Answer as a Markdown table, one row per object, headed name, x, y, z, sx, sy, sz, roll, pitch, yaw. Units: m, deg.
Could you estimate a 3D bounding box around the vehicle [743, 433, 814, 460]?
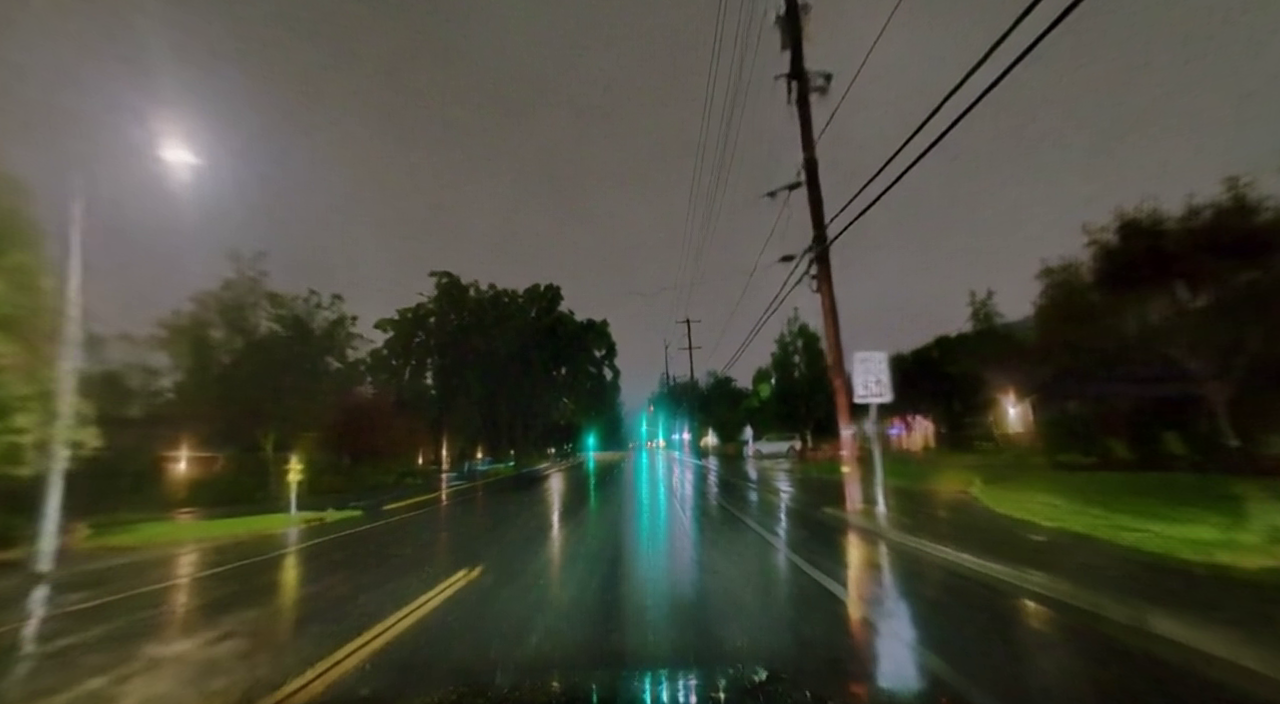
| name | x | y | z | sx | sy | sz | roll | pitch | yaw |
| --- | --- | --- | --- | --- | --- | --- | --- | --- | --- |
| vehicle | 9.741 | 6.688 | 44.526 | 4.494 | 1.850 | 2.027 | 0 | -9 | 0 |
